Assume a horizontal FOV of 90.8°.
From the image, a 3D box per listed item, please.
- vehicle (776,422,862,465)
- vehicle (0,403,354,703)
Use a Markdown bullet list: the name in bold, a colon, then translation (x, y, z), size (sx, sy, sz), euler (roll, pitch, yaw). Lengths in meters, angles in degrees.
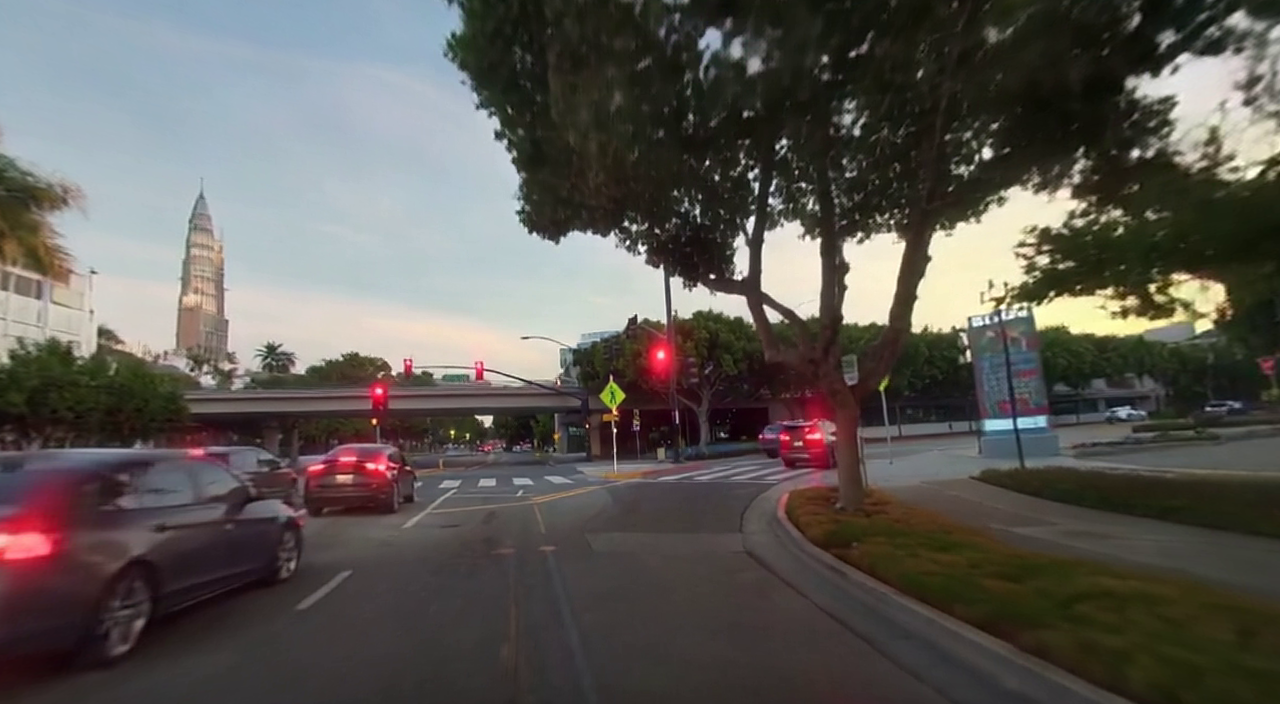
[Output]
- **vehicle**: translation (7.539, 3.824, 26.381), size (1.908, 1.622, 4.166), euler (-7, -11, 39)
- **vehicle**: translation (-3.661, 1.236, 4.177), size (2.176, 1.489, 4.518), euler (1, -9, -11)
